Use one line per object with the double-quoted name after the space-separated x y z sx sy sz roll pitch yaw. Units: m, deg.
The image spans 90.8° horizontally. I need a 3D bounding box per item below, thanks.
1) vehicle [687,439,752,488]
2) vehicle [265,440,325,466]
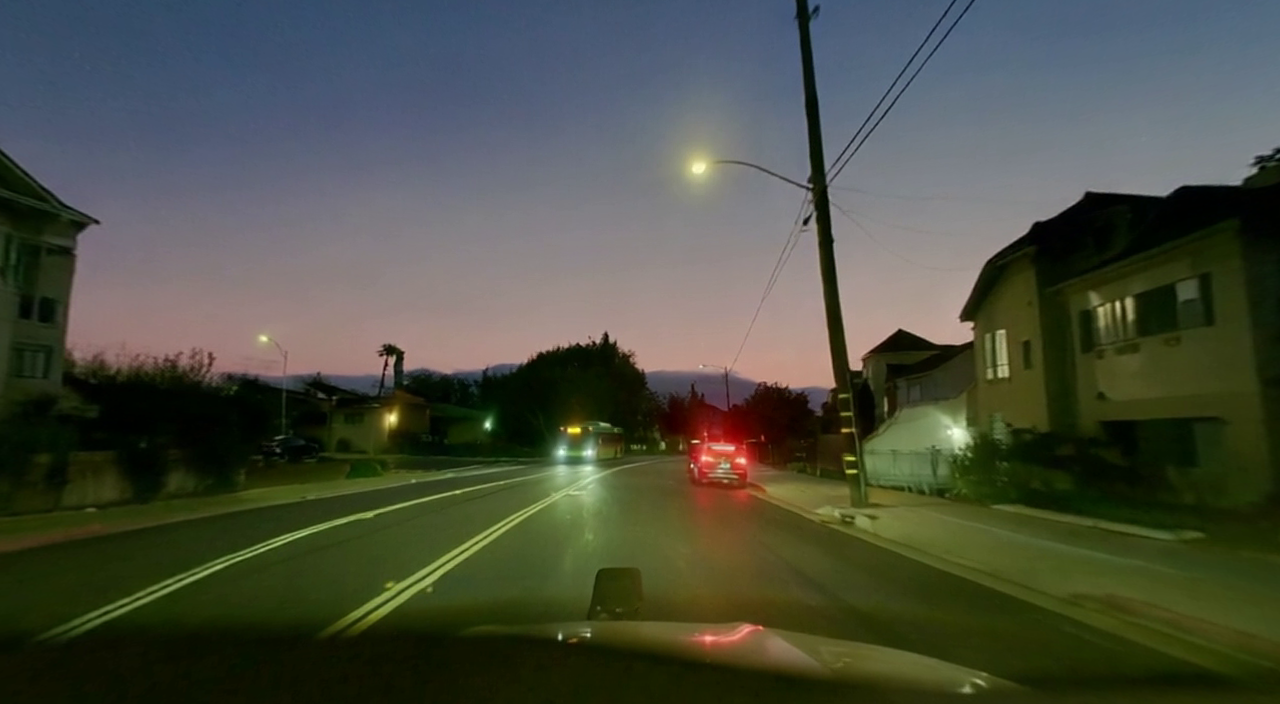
2.781 3.982 22.840 1.984 1.601 3.994 0 -9 2 "vehicle"
-24.876 7.271 45.737 2.006 1.766 4.685 1 -9 -6 "vehicle"
